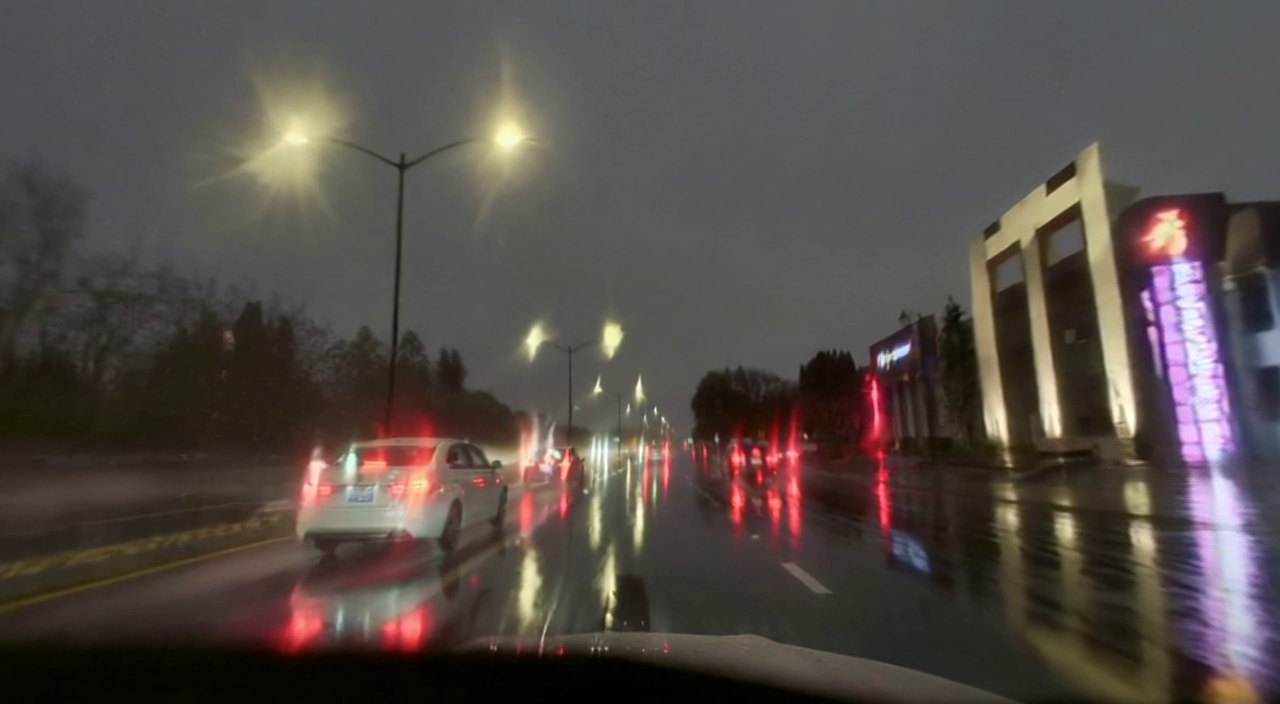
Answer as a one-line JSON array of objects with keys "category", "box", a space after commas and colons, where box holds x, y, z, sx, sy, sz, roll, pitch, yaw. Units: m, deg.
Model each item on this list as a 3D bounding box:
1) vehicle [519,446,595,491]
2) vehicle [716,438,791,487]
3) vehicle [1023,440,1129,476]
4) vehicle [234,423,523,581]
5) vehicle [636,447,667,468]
[{"category": "vehicle", "box": [-2.894, 4.158, 22.934, 1.980, 1.454, 4.226, -1, -9, 3]}, {"category": "vehicle", "box": [4.296, 4.255, 24.493, 2.103, 1.699, 4.171, 0, -9, 0]}, {"category": "vehicle", "box": [18.041, 4.383, 26.133, 3.368, 1.389, 1.595, 2, -9, -11]}, {"category": "vehicle", "box": [-3.069, 1.867, 8.676, 2.118, 1.568, 4.436, 0, -9, -1]}, {"category": "vehicle", "box": [0.887, 7.778, 46.575, 2.164, 1.477, 3.988, -1, -9, 2]}]
